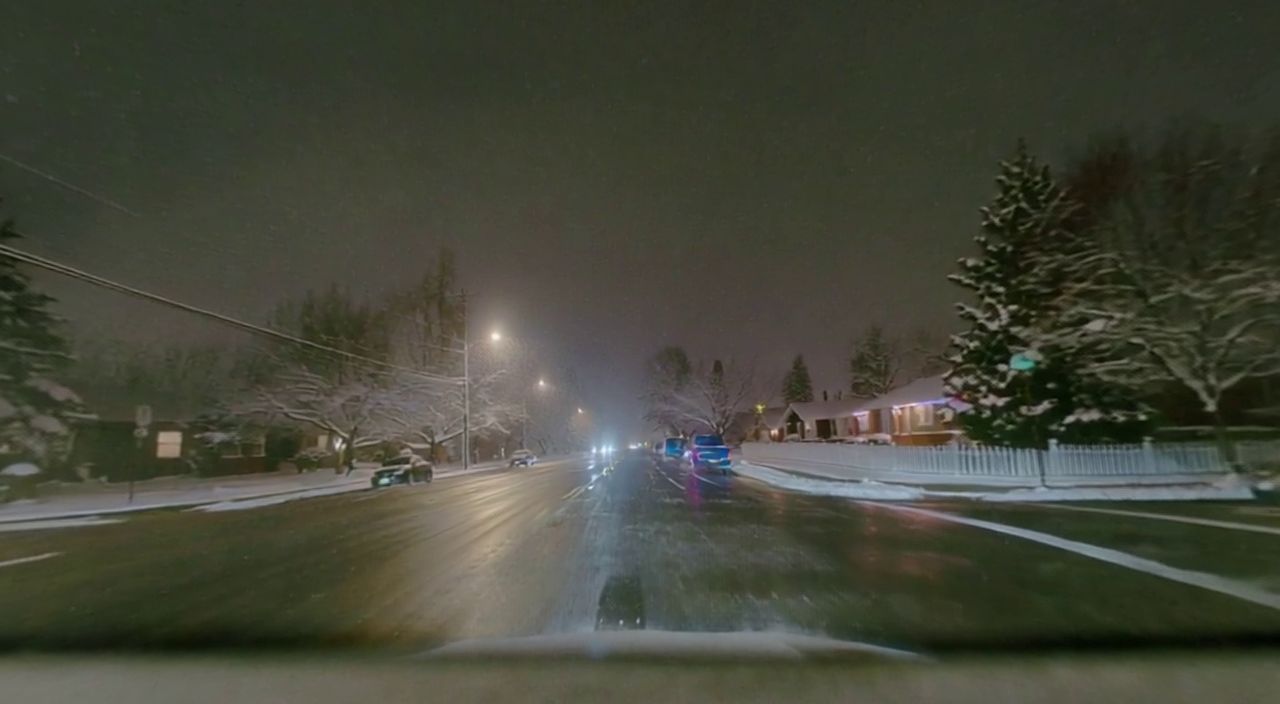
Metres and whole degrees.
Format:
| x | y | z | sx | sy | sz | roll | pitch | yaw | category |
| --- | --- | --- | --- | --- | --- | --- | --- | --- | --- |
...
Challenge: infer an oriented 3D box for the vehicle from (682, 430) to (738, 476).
| x | y | z | sx | sy | sz | roll | pitch | yaw | category |
| --- | --- | --- | --- | --- | --- | --- | --- | --- | --- |
| 3.748 | 5.525 | 34.796 | 2.504 | 2.114 | 6.073 | 5 | -8 | 3 | vehicle |

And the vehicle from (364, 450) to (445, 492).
| x | y | z | sx | sy | sz | roll | pitch | yaw | category |
| --- | --- | --- | --- | --- | --- | --- | --- | --- | --- |
| -10.899 | 5.473 | 29.580 | 2.049 | 1.527 | 4.677 | -4 | -8 | -1 | vehicle |
